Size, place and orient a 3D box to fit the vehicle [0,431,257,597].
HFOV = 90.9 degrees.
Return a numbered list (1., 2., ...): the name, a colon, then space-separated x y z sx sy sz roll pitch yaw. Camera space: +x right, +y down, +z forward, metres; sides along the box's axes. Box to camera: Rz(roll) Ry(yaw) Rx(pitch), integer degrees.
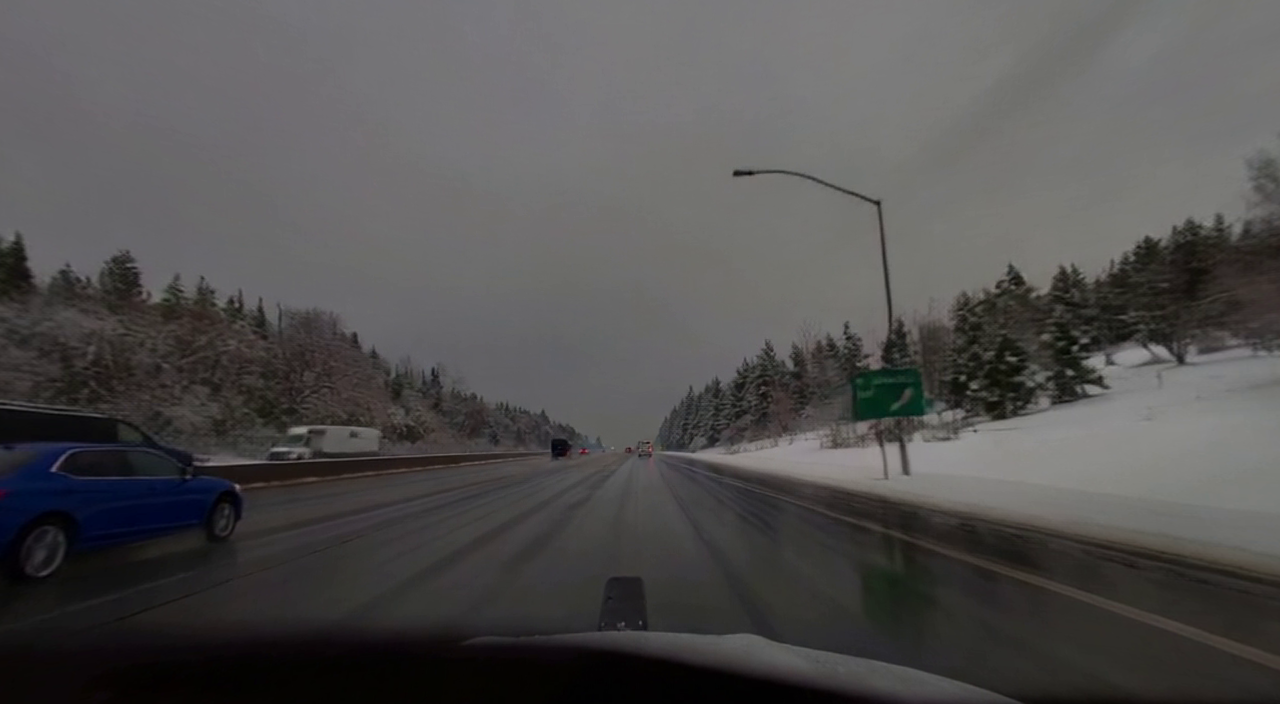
1. vehicle: -6.758 1.662 7.025 1.981 1.486 4.735 0 -8 0
